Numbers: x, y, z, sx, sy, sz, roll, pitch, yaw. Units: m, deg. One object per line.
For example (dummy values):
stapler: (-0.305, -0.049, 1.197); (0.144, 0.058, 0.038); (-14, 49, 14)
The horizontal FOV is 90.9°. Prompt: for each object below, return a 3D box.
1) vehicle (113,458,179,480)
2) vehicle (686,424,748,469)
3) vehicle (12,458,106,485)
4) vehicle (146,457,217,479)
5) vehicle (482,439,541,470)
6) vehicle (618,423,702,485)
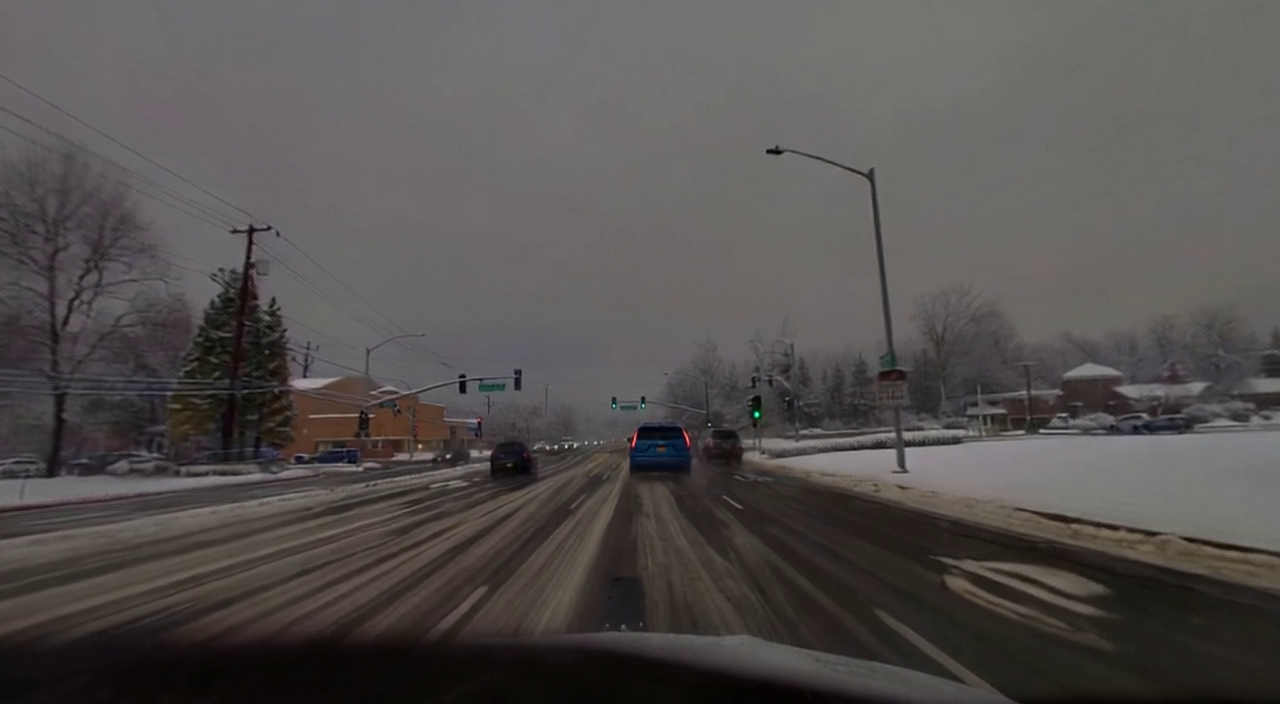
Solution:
vehicle: (-36.702, 8.702, 46.955); (1.785, 1.415, 3.853); (0, -8, 0)
vehicle: (3.925, 4.954, 33.381); (2.452, 2.148, 5.877); (0, -8, 0)
vehicle: (-35.493, 7.268, 38.527); (4.542, 1.475, 1.903); (-2, -8, 13)
vehicle: (-34.033, 8.594, 46.976); (1.819, 1.433, 4.403); (0, -8, 2)
vehicle: (-6.444, 5.167, 32.140); (1.966, 1.461, 4.422); (0, -8, 1)
vehicle: (0.585, 3.436, 21.670); (2.513, 1.854, 5.235); (0, -8, 0)
